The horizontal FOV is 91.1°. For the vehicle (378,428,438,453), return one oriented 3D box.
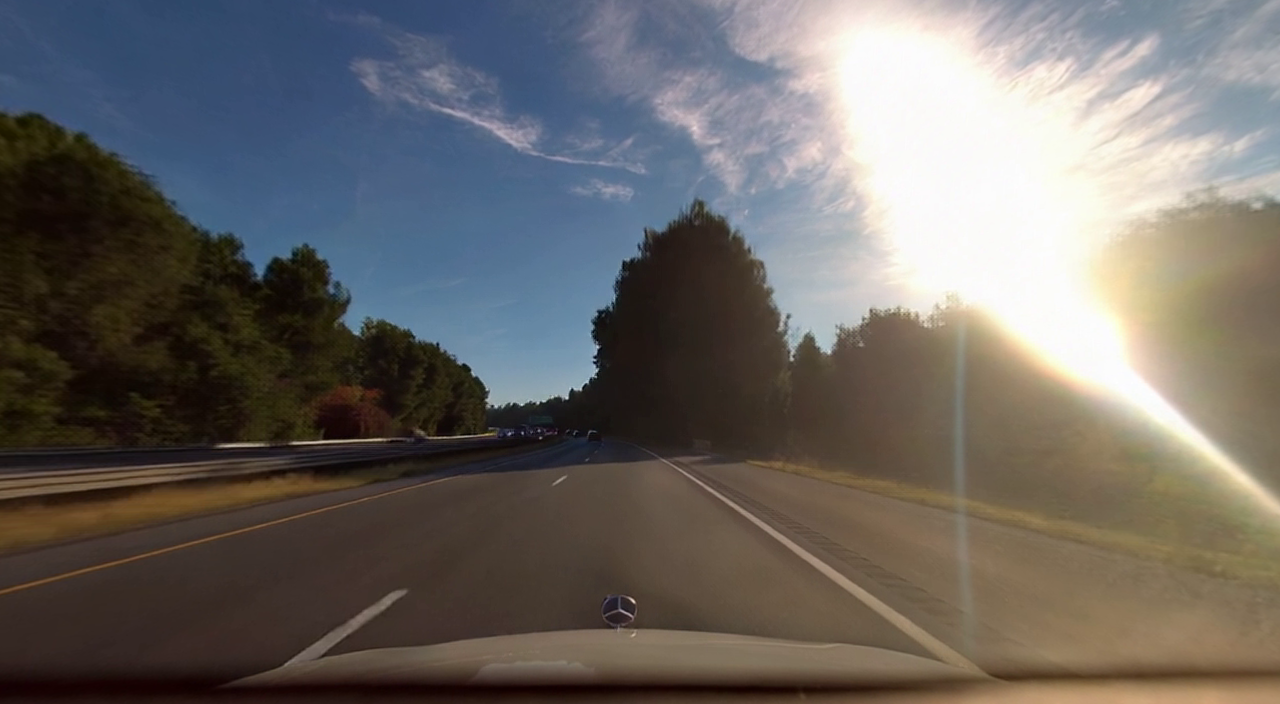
[{"bbox_3d":[-13.952,5.370,38.144,1.924,1.424,4.695,0,-8,-1],"label":"vehicle"}]
